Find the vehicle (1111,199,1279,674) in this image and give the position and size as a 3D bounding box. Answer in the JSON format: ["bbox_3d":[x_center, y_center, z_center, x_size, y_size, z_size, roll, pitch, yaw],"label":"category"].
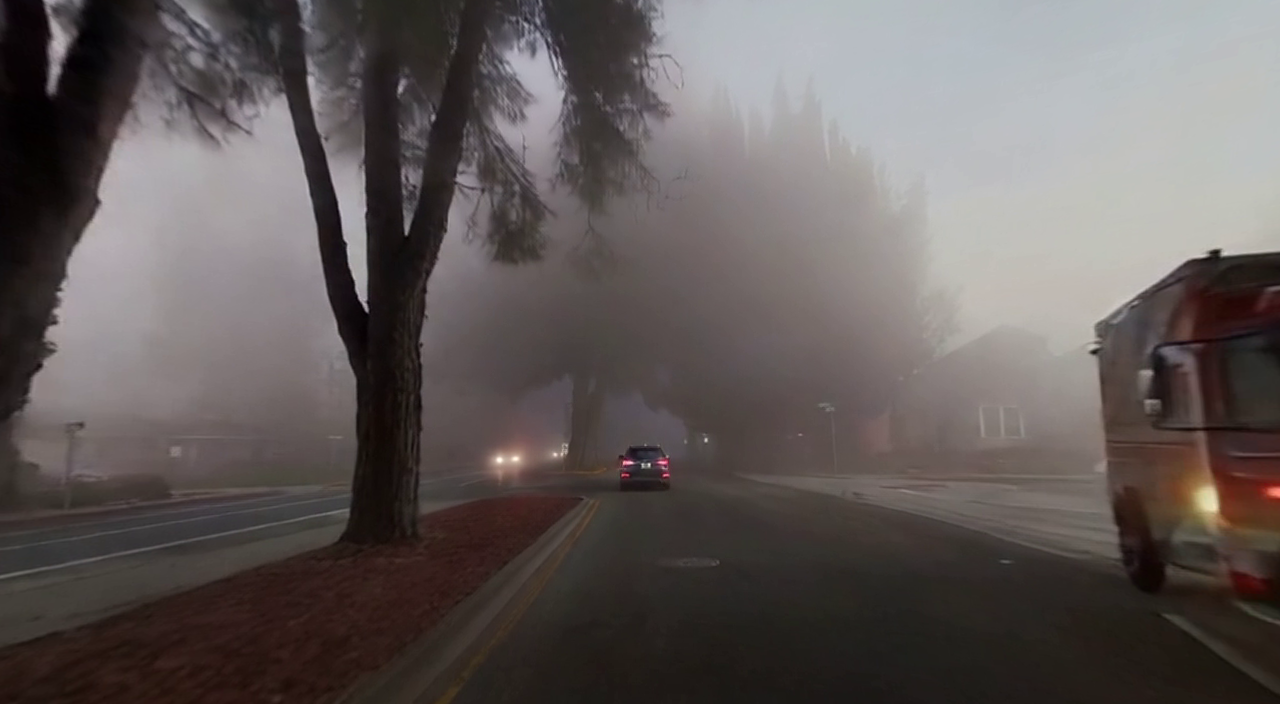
[{"bbox_3d":[5.247,0.546,3.640,2.654,2.824,5.794,-6,-11,24],"label":"vehicle"}]

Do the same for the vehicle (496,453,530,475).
[{"bbox_3d":[-9.542,8.435,47.604,1.861,1.516,3.752,0,-9,-2],"label":"vehicle"}]

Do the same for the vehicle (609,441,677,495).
[{"bbox_3d":[0.115,3.848,21.301,2.106,1.655,3.717,0,-9,1],"label":"vehicle"}]

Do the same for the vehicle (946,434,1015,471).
[{"bbox_3d":[17.976,5.278,33.236,2.128,1.771,4.721,-7,-12,39],"label":"vehicle"}]
